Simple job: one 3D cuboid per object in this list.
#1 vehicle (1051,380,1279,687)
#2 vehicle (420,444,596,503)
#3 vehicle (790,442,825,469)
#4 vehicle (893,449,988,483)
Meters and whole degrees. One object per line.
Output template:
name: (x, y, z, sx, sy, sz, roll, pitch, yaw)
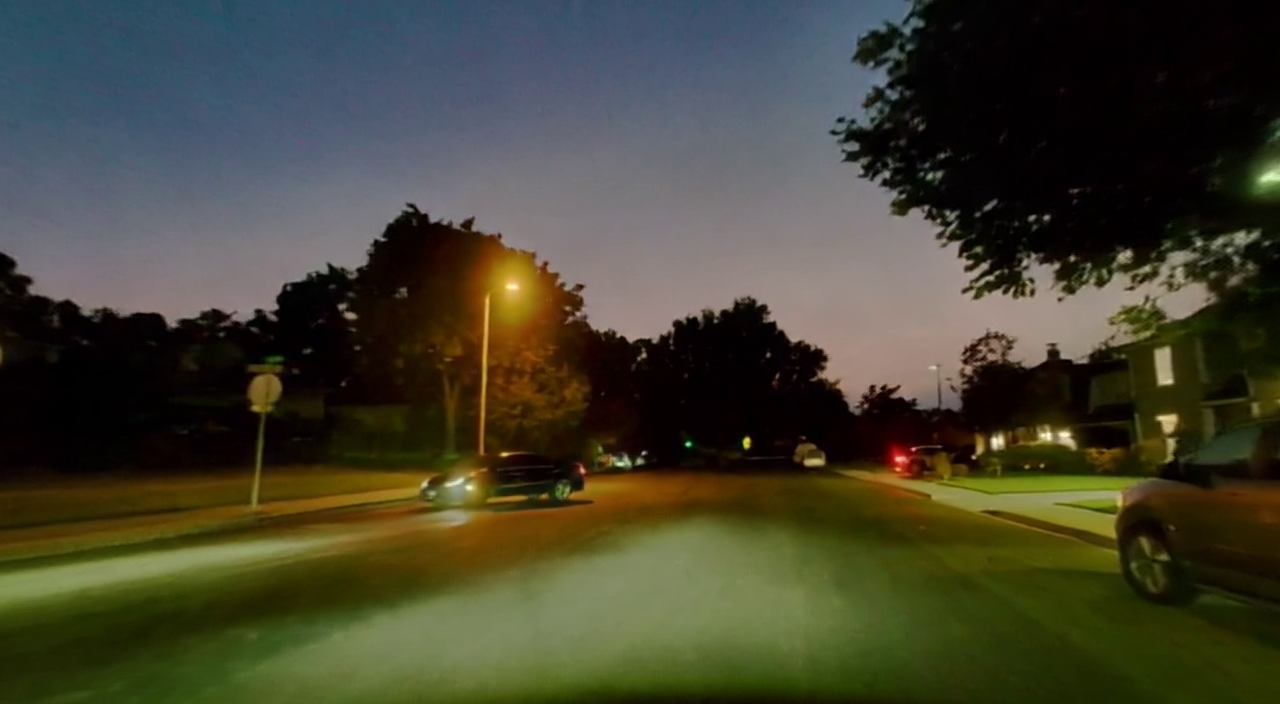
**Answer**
vehicle: (5.114, 1.196, 4.397, 2.154, 1.855, 4.689, -2, -9, 12)
vehicle: (-3.858, 3.488, 18.529, 4.750, 1.559, 1.928, 3, -9, -22)
vehicle: (12.652, 7.850, 47.987, 2.051, 1.925, 4.625, -1, -9, 9)
vehicle: (17.835, 6.751, 37.740, 4.733, 1.843, 2.005, -1, -8, 11)
